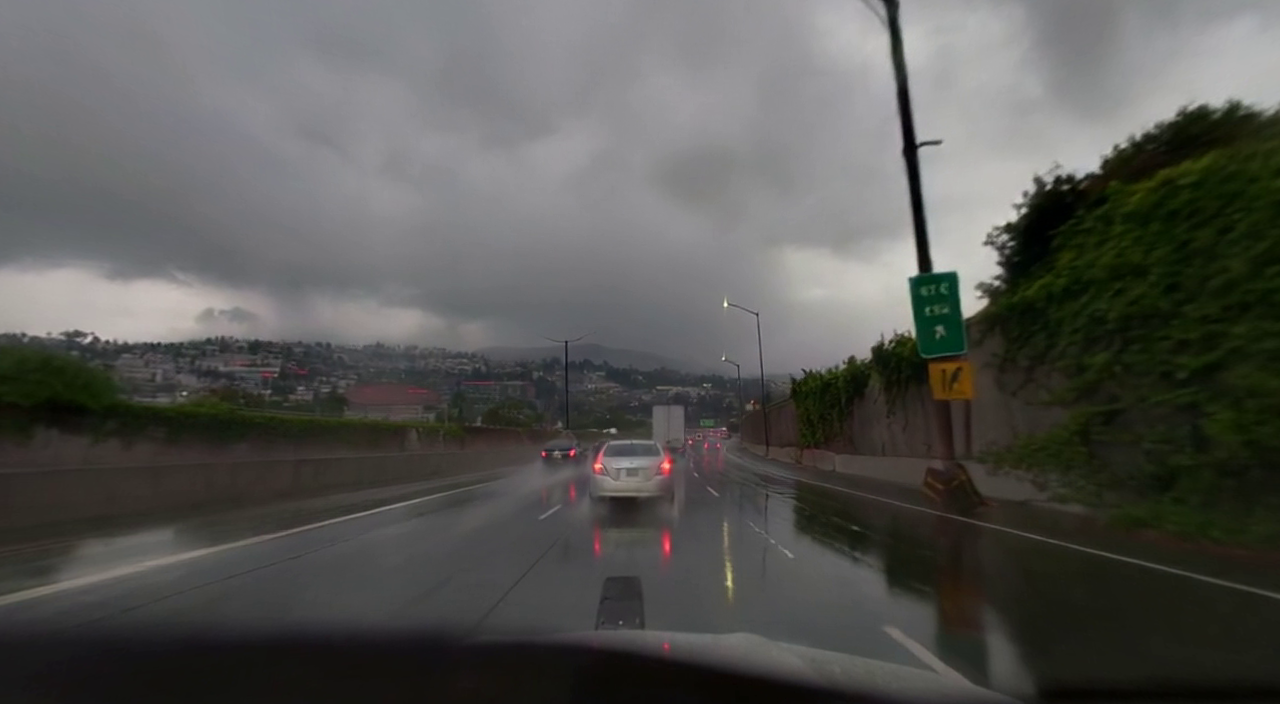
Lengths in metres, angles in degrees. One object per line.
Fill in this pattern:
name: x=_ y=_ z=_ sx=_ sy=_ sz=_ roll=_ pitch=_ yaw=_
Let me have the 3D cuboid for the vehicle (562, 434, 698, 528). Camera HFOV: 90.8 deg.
vehicle: x=-0.124 y=2.345 z=12.025 sx=2.136 sy=1.470 sz=3.971 roll=0 pitch=-9 yaw=1
